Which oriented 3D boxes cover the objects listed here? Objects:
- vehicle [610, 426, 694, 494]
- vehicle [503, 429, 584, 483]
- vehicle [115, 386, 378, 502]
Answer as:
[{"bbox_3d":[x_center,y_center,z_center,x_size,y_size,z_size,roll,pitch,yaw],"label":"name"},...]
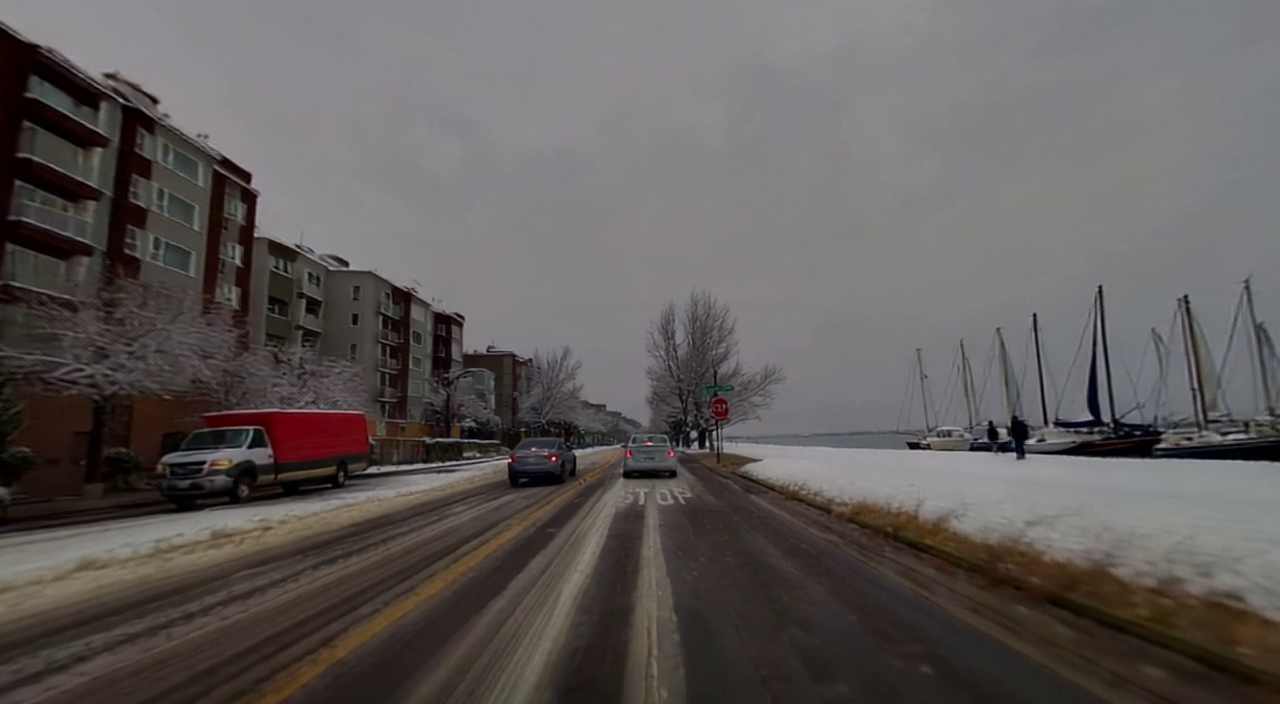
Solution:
[{"bbox_3d":[0.296,2.919,17.296,2.057,1.624,3.726,0,-8,0],"label":"vehicle"},{"bbox_3d":[-3.236,3.612,22.064,2.056,1.680,4.205,-1,-8,1],"label":"vehicle"},{"bbox_3d":[-13.181,3.304,22.678,2.924,3.288,9.352,-1,-8,4],"label":"vehicle"}]
